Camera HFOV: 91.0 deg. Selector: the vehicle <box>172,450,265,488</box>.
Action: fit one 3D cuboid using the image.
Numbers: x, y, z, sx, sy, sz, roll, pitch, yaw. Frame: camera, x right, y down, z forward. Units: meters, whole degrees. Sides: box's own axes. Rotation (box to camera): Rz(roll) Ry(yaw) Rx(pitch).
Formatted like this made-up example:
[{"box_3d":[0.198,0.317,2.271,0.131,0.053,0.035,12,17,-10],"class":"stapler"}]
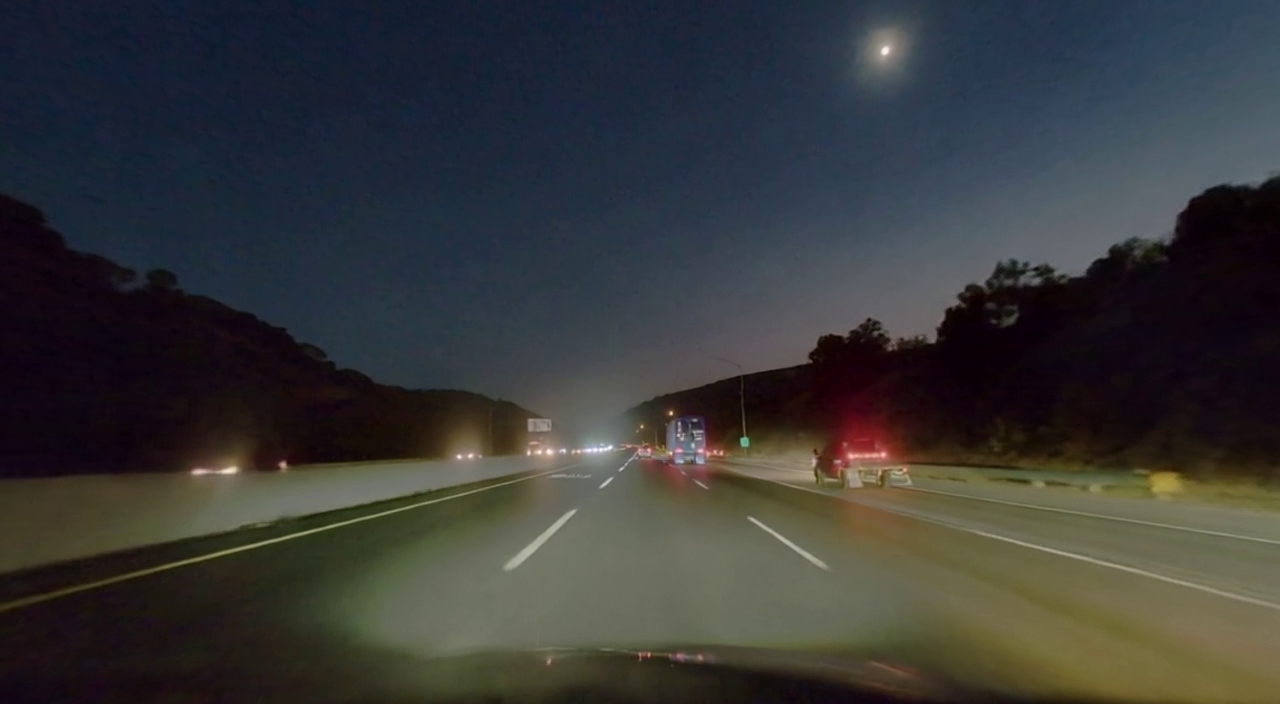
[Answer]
[{"box_3d":[-20.867,5.785,31.401,1.834,1.721,3.888,0,-9,1],"class":"vehicle"}]
